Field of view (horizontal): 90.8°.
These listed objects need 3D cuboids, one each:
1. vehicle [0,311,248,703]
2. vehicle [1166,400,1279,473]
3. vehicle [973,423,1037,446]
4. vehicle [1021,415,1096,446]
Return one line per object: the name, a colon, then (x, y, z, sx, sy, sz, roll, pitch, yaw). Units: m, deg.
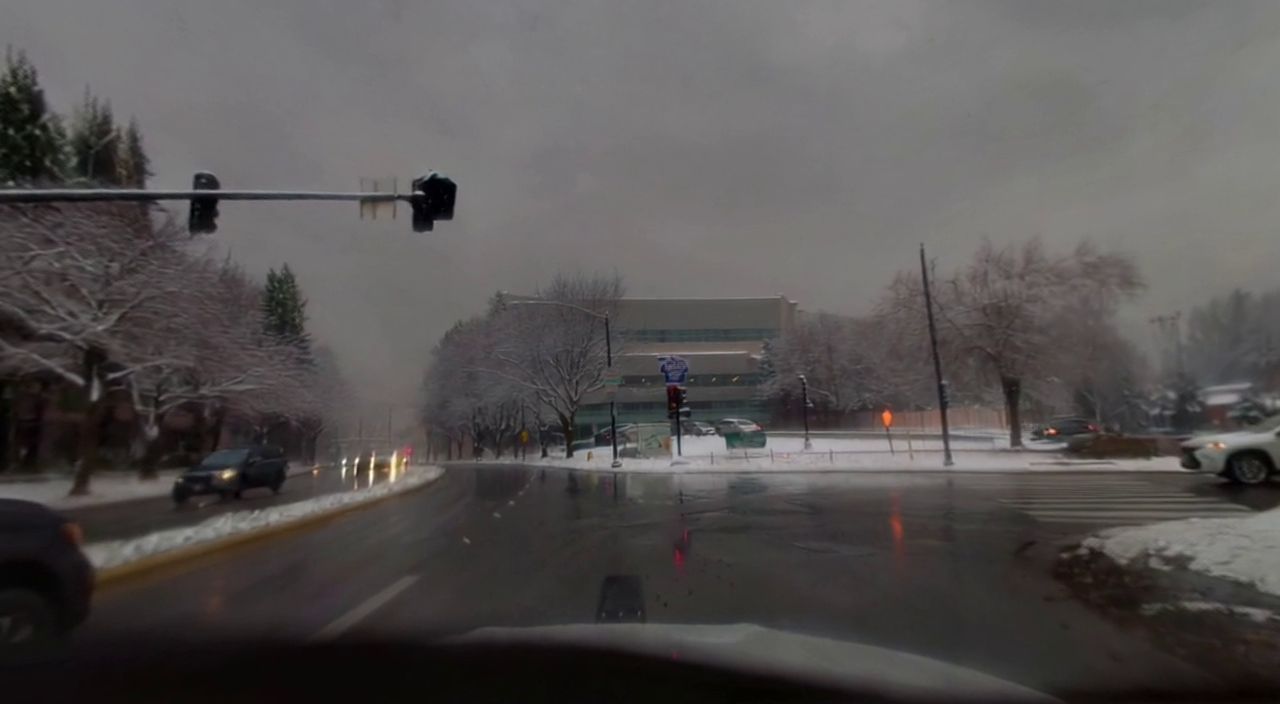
vehicle: (-3.540, 0.589, 1.320, 2.134, 1.799, 5.082, 0, -9, 0)
vehicle: (17.089, 2.177, 16.278, 4.857, 1.803, 2.147, -4, -10, 24)
vehicle: (26.142, 5.918, 45.252, 3.966, 1.585, 1.921, 4, -10, -26)
vehicle: (27.644, 5.205, 41.732, 4.523, 1.908, 1.930, 3, -9, -25)
